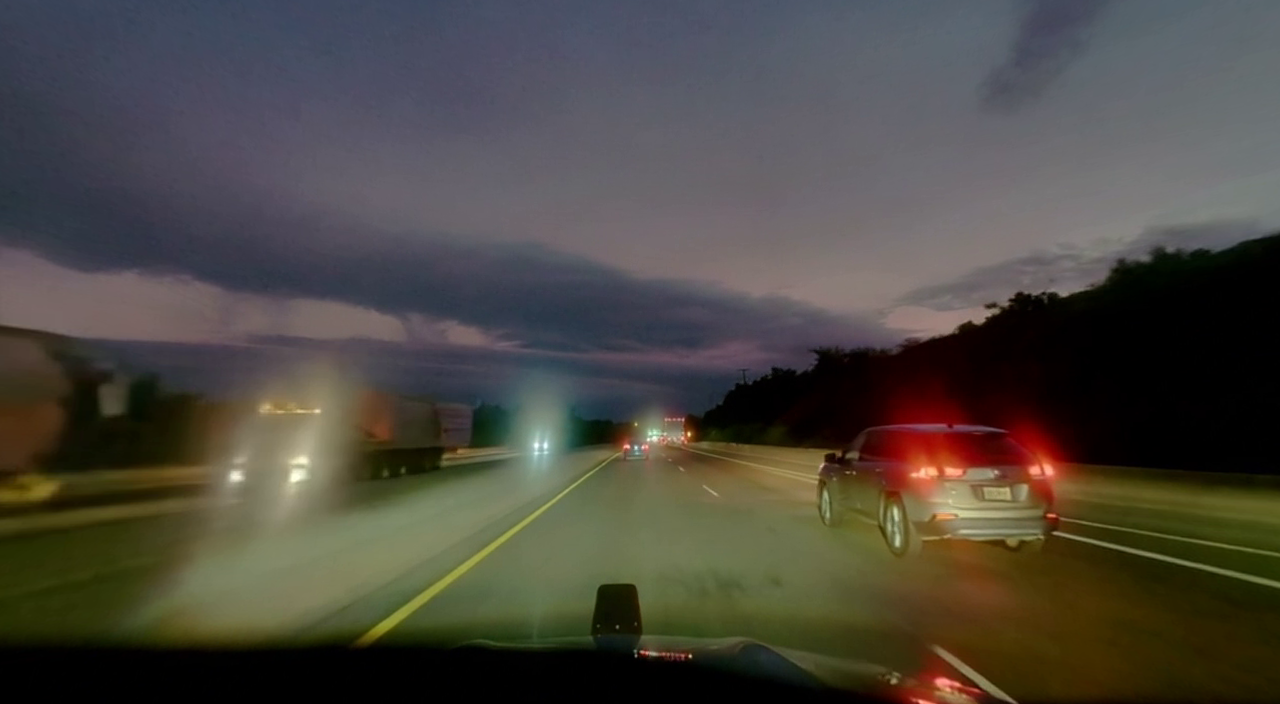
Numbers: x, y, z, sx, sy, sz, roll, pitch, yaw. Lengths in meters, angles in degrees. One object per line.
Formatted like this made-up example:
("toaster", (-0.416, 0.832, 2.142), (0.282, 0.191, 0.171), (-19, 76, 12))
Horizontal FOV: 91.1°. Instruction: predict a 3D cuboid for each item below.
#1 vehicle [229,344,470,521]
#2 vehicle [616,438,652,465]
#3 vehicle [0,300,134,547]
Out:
("vehicle", (-8.332, 2.602, 20.113), (3.129, 4.014, 10.246), (-4, -8, -2))
("vehicle", (-0.362, 5.756, 36.624), (2.004, 1.472, 4.075), (0, -8, -1))
("vehicle", (-12.687, 0.658, 7.041), (3.059, 4.267, 13.103), (0, -9, 0))
